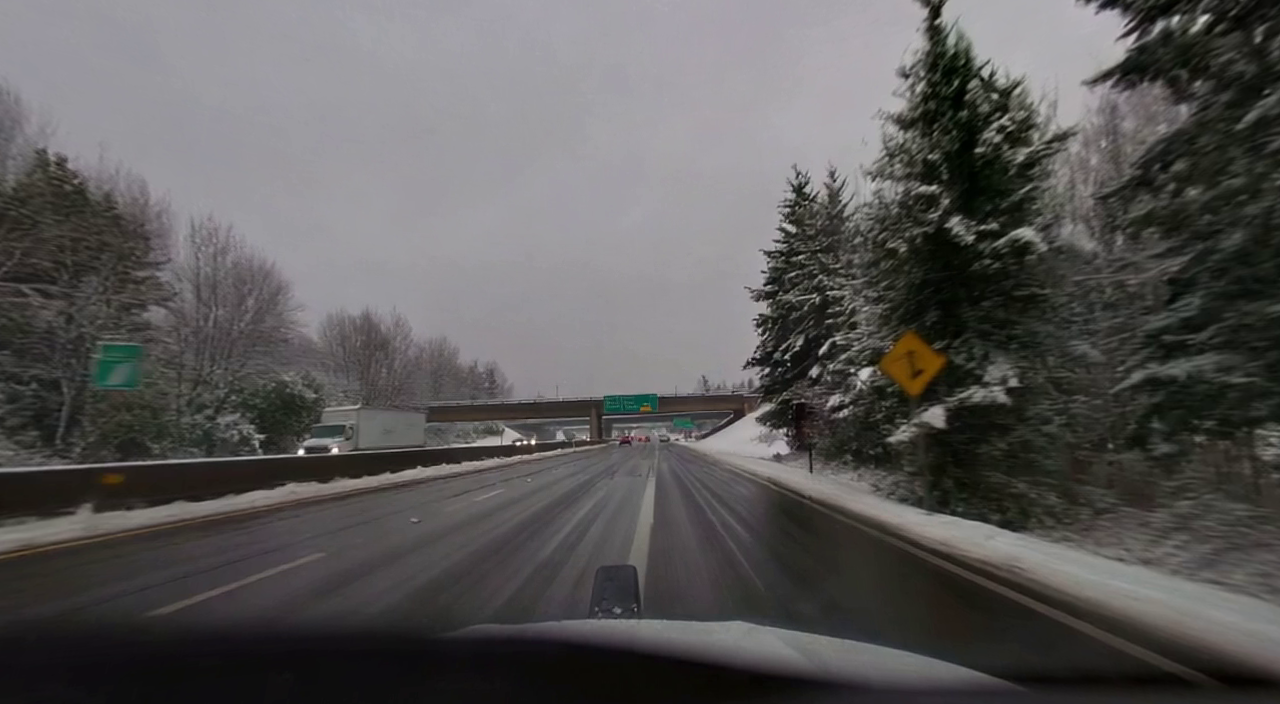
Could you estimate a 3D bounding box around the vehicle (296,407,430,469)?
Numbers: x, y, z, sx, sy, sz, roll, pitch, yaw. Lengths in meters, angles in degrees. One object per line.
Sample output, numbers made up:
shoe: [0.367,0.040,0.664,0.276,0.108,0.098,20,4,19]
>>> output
vehicle: [-16.669,5.359,39.323,3.161,3.320,10.997,0,-8,1]
